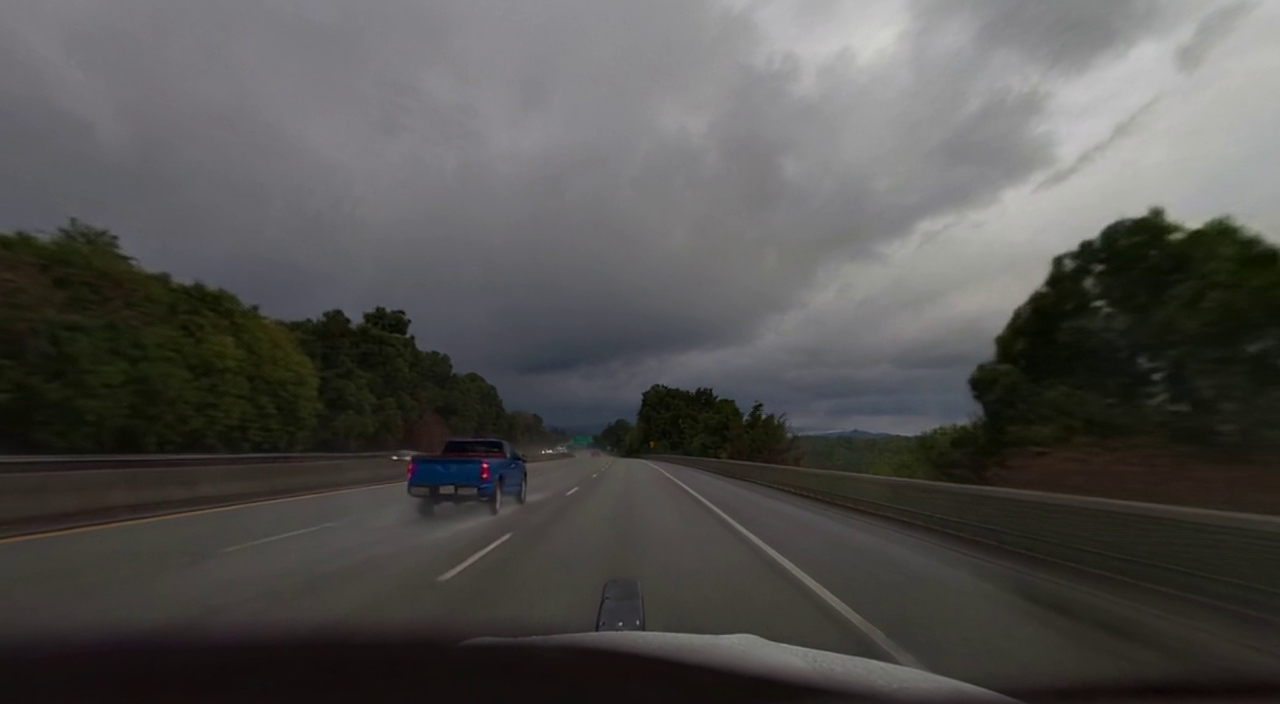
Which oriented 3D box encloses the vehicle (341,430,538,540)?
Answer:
[{"bbox_3d":[-3.493,2.436,12.190,2.279,1.683,4.726,0,-9,-1],"label":"vehicle"}]
